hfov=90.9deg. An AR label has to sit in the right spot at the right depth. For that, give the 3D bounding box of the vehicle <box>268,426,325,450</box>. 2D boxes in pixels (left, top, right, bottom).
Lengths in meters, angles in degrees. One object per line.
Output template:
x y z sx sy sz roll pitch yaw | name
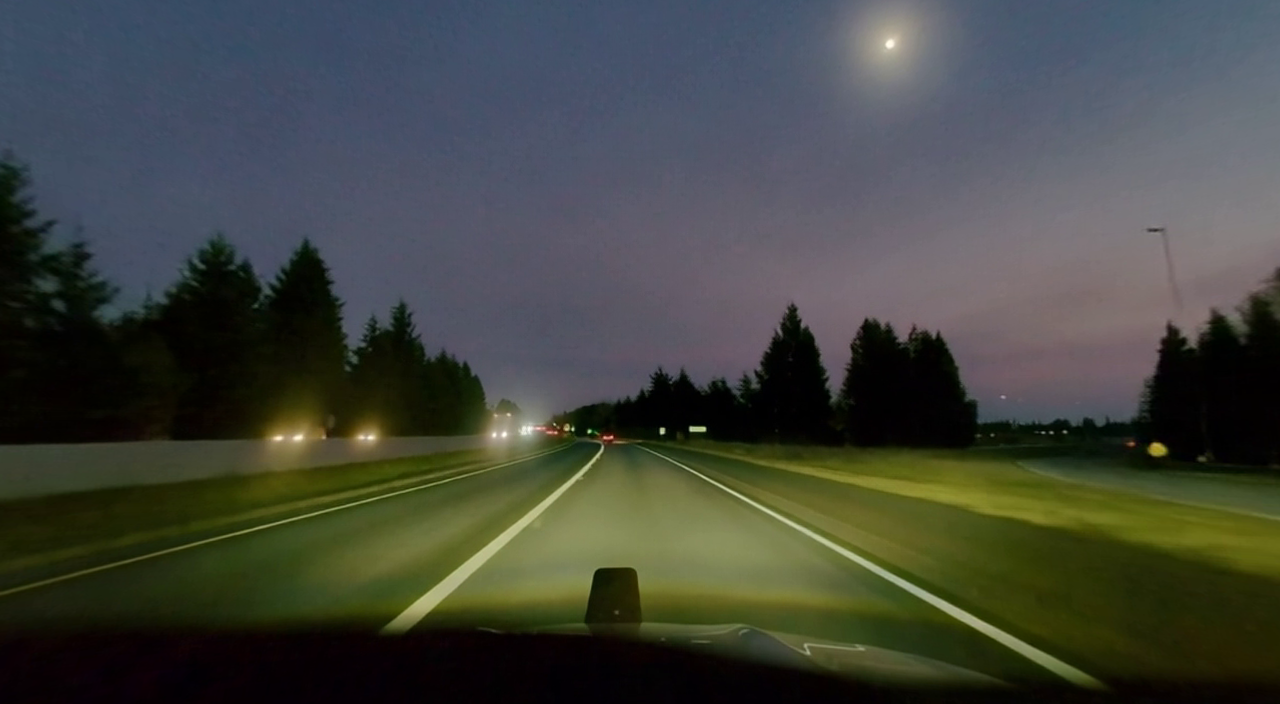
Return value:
-23.117 5.795 42.551 1.845 1.495 4.167 1 -8 -6 | vehicle
